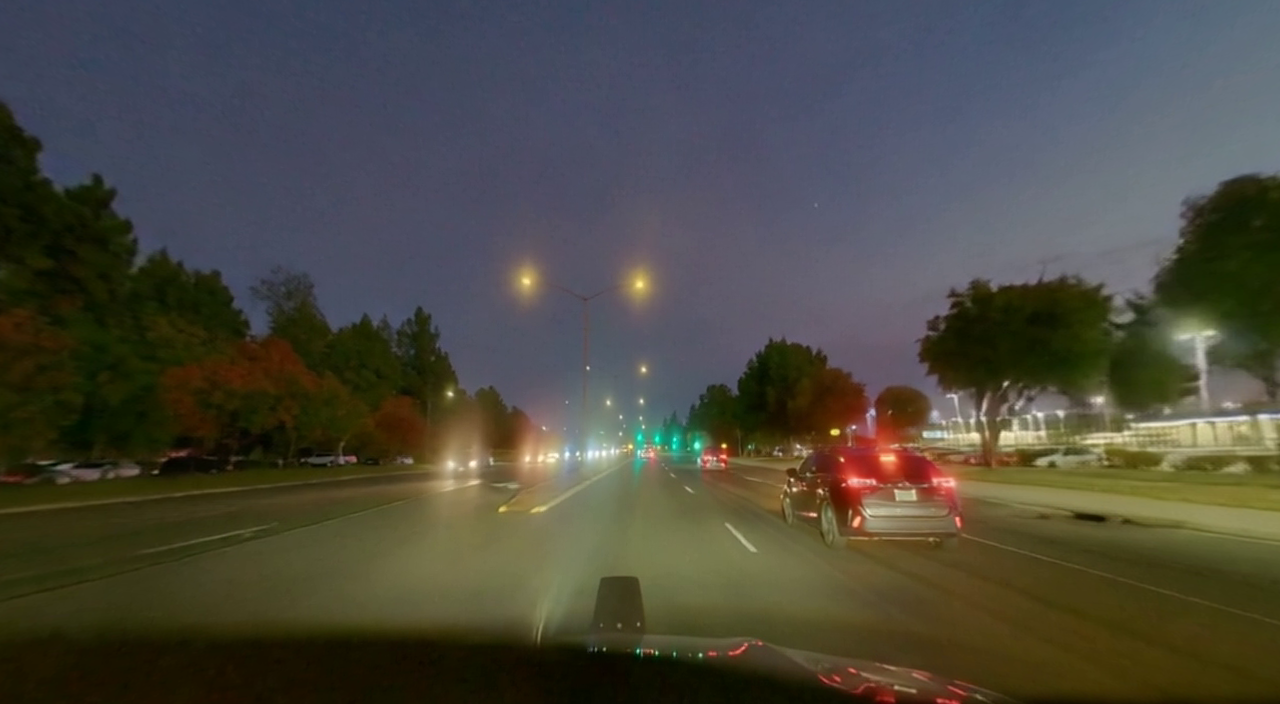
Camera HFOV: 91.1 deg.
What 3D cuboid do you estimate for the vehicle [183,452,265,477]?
[{"bbox_3d":[-29.475,7.982,44.560,4.409,1.676,1.917,0,-9,-3],"label":"vehicle"}]

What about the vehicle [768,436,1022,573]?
[{"bbox_3d":[3.303,2.048,9.261,1.935,1.501,4.384,0,-9,1],"label":"vehicle"}]

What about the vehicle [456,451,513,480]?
[{"bbox_3d":[-8.484,6.219,34.598,1.946,1.464,4.376,0,-9,1],"label":"vehicle"}]

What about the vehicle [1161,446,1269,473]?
[{"bbox_3d":[38.264,7.139,41.889,1.972,1.705,5.035,8,-12,-43],"label":"vehicle"}]

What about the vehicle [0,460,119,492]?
[{"bbox_3d":[-29.263,6.164,31.357,4.707,1.474,1.964,0,-9,1],"label":"vehicle"}]

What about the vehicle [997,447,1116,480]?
[{"bbox_3d":[19.309,5.168,29.268,4.127,1.462,1.861,-1,-9,4],"label":"vehicle"}]
